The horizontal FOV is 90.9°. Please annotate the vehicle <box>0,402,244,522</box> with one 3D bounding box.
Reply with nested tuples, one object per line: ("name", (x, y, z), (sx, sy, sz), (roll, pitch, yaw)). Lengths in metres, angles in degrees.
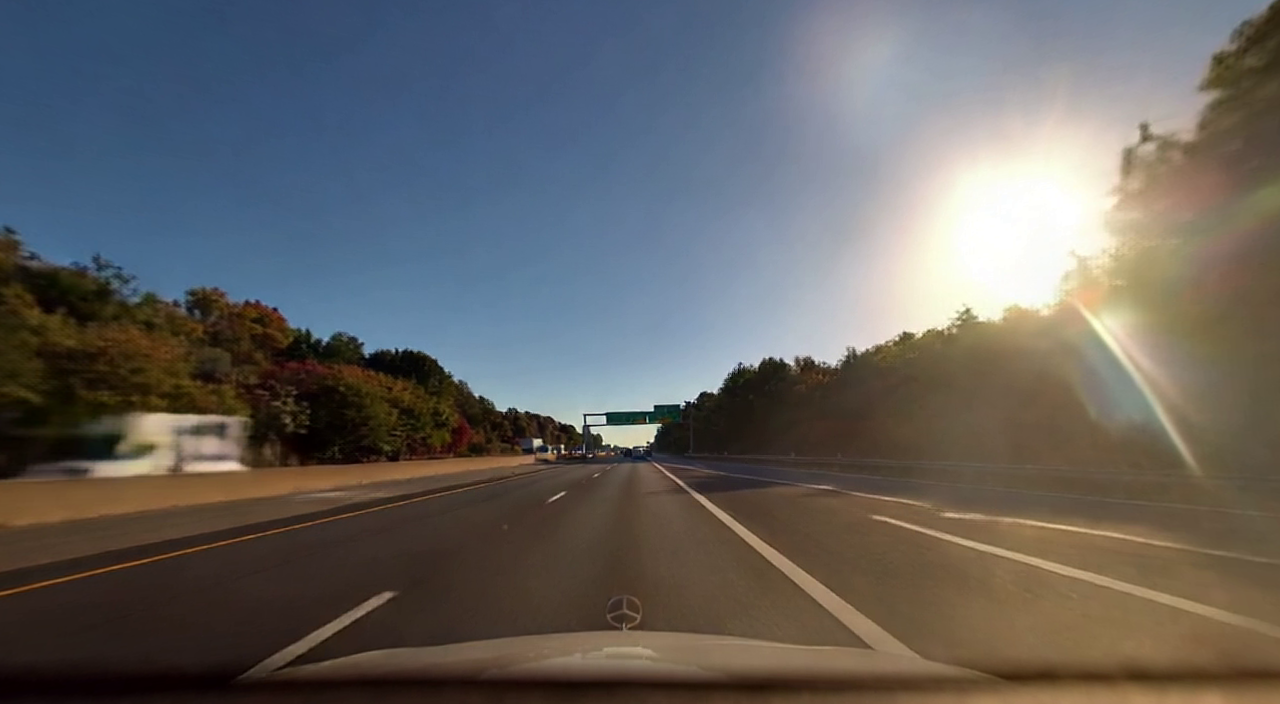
("vehicle", (-14.123, 2.993, 17.485), (2.285, 2.710, 6.085), (0, -9, -1))
